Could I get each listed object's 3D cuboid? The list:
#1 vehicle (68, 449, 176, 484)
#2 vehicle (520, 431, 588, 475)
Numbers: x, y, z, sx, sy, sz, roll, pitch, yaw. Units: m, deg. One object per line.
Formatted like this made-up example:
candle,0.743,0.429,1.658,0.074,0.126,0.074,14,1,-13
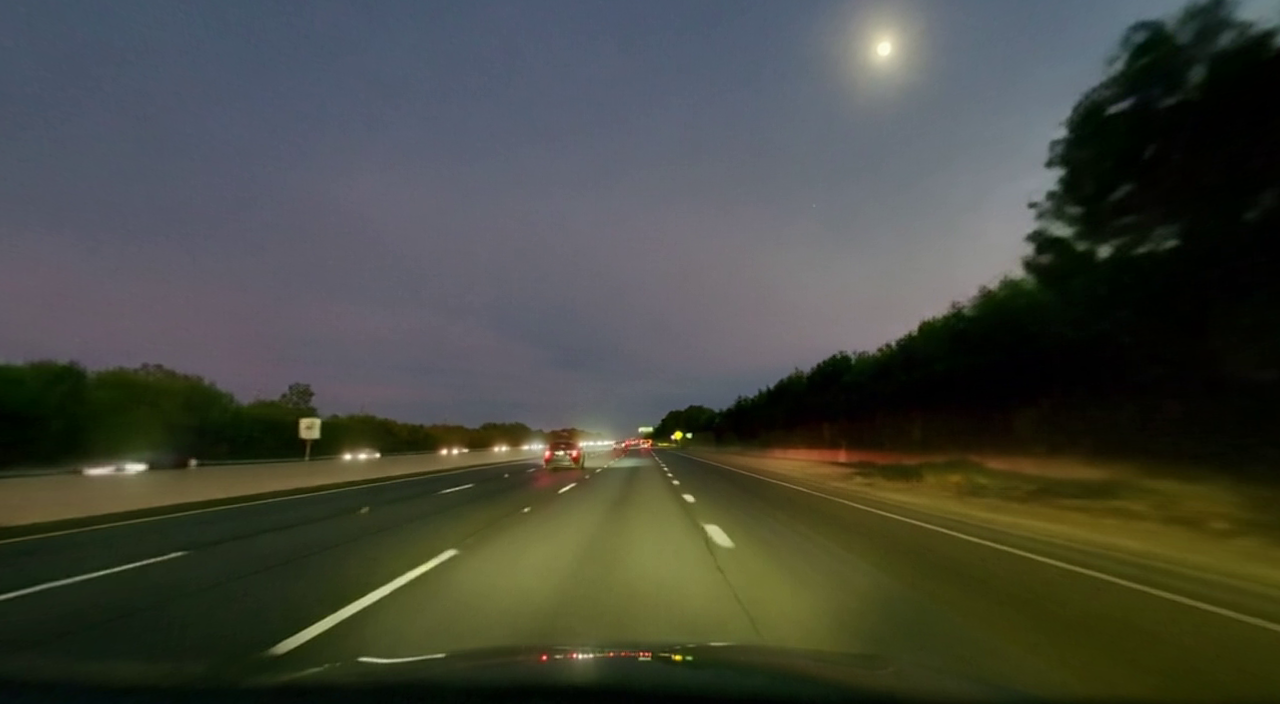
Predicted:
vehicle,-28.826,6.348,35.348,2.003,1.752,4.697,0,-8,1
vehicle,-3.696,4.496,28.230,2.283,1.802,4.810,0,-8,1
